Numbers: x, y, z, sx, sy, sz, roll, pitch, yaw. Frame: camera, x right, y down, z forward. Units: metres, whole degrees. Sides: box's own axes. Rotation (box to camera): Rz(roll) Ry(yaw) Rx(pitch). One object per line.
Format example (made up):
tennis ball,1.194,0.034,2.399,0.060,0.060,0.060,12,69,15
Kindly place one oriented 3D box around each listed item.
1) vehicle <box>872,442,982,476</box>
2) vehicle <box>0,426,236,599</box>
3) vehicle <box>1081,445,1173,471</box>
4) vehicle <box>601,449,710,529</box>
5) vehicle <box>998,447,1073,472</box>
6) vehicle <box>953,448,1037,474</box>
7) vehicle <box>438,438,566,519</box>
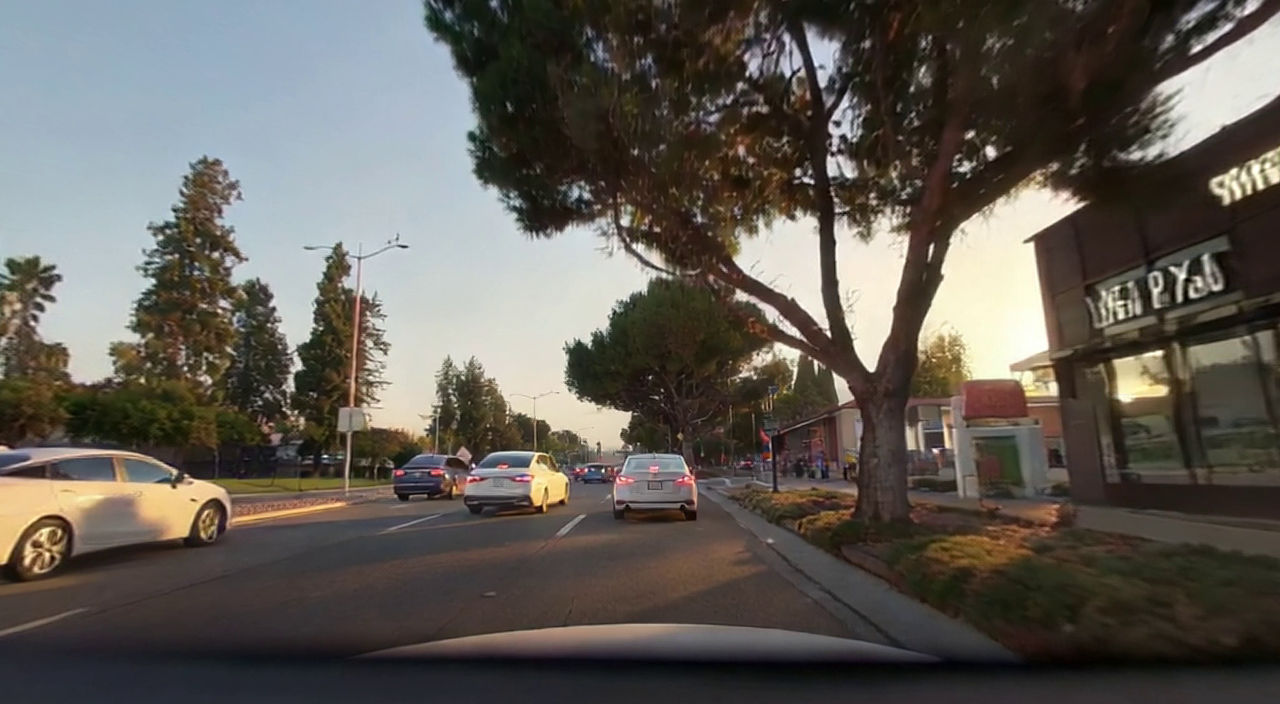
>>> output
vehicle,18.231,6.777,40.237,5.852,1.962,2.323,-7,-11,41
vehicle,-7.156,1.739,7.358,1.968,1.657,4.230,0,-8,1
vehicle,30.576,6.629,39.623,1.757,1.496,4.200,7,-11,-42
vehicle,0.334,2.923,14.064,2.091,1.494,3.962,0,-8,1
vehicle,25.690,6.944,40.946,3.796,1.484,1.723,-7,-12,41
vehicle,22.470,6.915,39.946,4.220,1.550,1.935,-10,-13,43
vehicle,-3.251,3.075,15.934,2.055,1.725,4.732,0,-8,1
